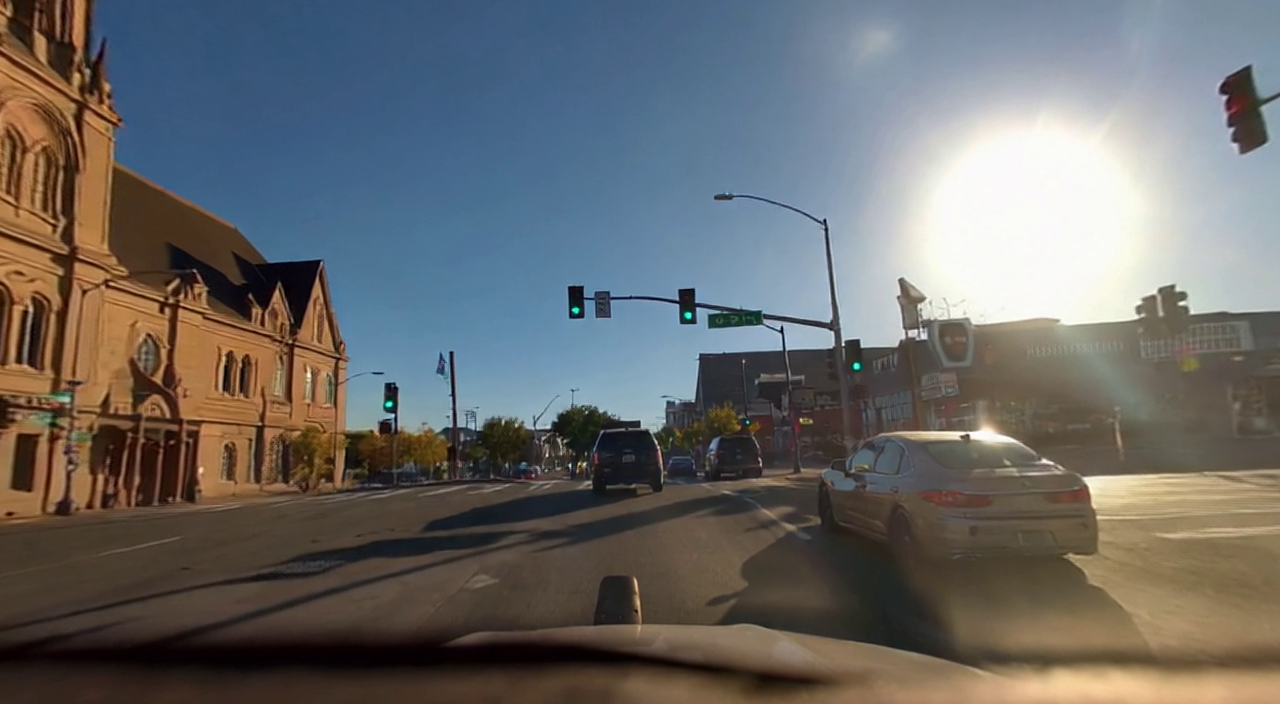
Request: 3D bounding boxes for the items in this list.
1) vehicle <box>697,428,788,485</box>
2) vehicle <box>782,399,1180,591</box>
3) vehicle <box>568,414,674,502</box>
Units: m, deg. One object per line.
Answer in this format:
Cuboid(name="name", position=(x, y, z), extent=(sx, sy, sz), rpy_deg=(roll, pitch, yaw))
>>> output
Cuboid(name="vehicle", position=(2.910, 3.108, 18.944), extent=(1.890, 1.491, 4.166), rpy_deg=(0, -9, -2))
Cuboid(name="vehicle", position=(3.190, 1.457, 7.230), extent=(1.883, 1.472, 4.471), rpy_deg=(0, -9, -3))
Cuboid(name="vehicle", position=(-0.476, 2.492, 15.105), extent=(2.168, 1.776, 4.135), rpy_deg=(0, -9, -2))
